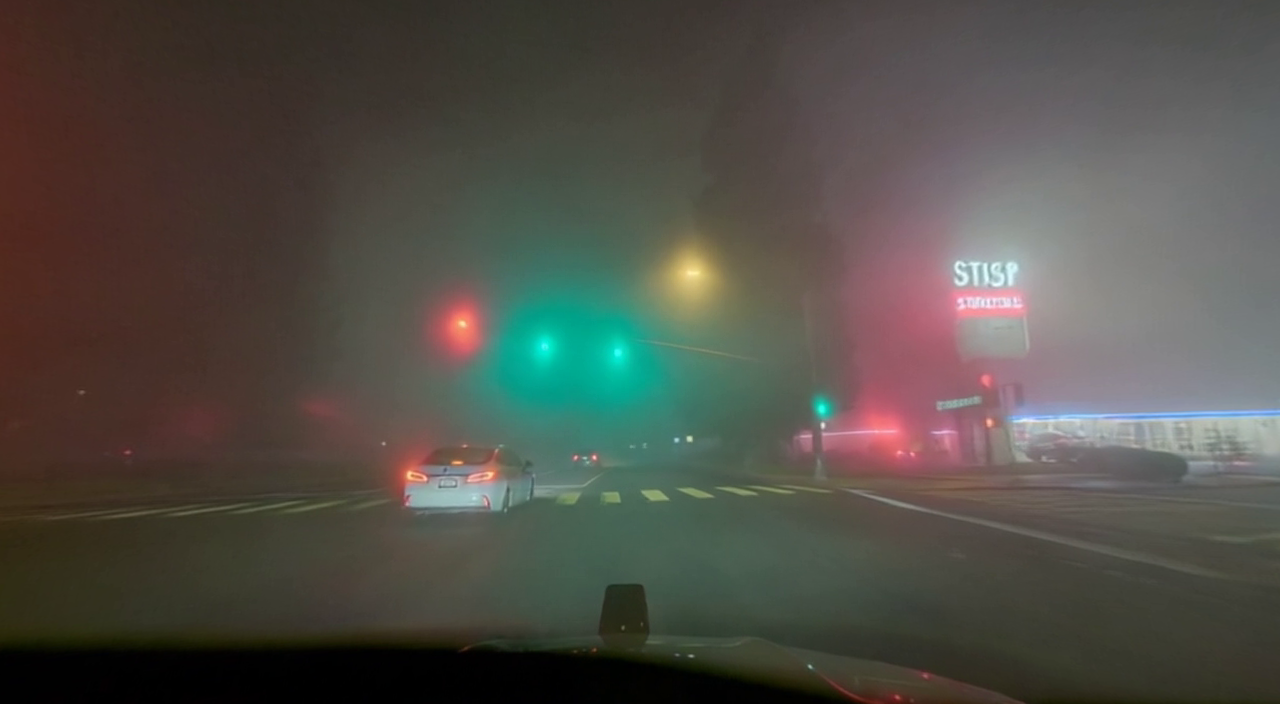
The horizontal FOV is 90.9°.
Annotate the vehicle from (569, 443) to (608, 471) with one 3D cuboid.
[{"bbox_3d":[-3.240,6.743,40.704,2.109,1.692,4.220,0,-8,1],"label":"vehicle"}]

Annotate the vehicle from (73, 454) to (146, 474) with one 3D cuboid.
[{"bbox_3d":[-40.633,8.541,48.396,1.716,1.438,4.412,0,-9,0],"label":"vehicle"}]

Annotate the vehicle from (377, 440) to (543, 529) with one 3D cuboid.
[{"bbox_3d":[-3.368,2.550,12.840,2.018,1.477,4.401,0,-8,1],"label":"vehicle"}]
